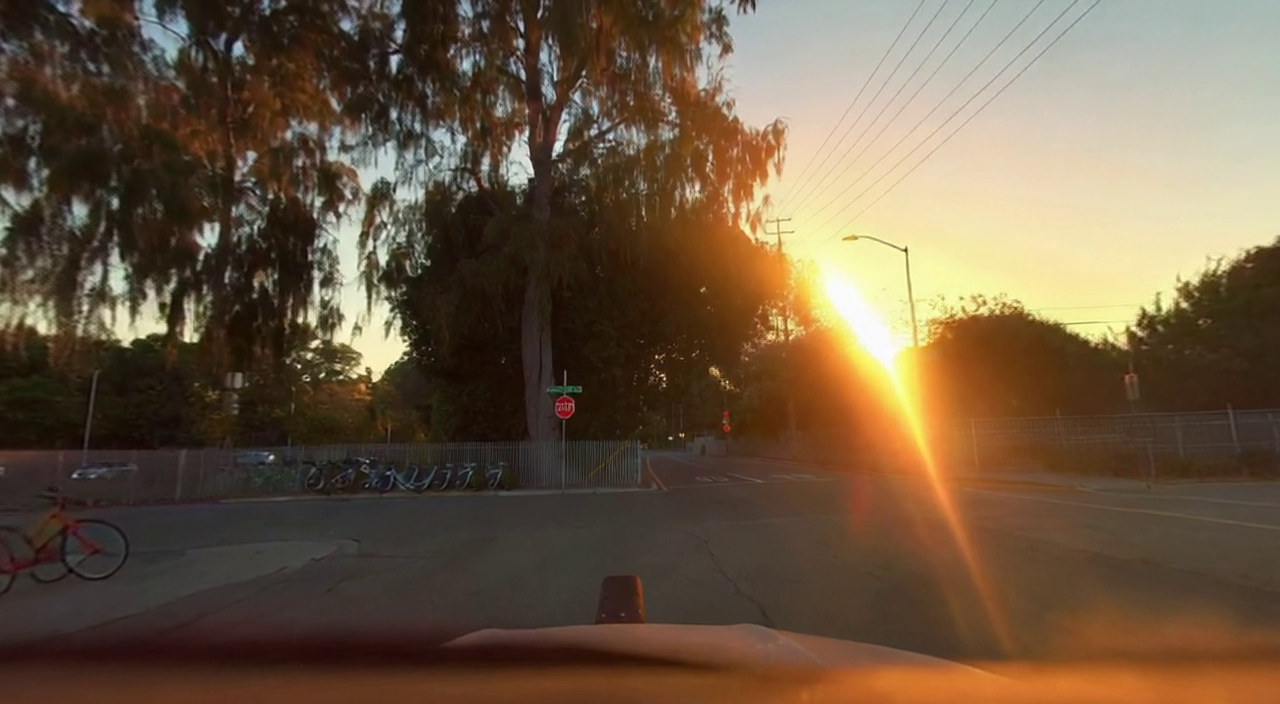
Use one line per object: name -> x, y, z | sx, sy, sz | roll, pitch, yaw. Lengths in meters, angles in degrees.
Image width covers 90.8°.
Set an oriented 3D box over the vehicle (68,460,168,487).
vehicle -> -33.556, 7.783, 40.685 | 4.569, 1.558, 1.903 | 0, -9, -5
